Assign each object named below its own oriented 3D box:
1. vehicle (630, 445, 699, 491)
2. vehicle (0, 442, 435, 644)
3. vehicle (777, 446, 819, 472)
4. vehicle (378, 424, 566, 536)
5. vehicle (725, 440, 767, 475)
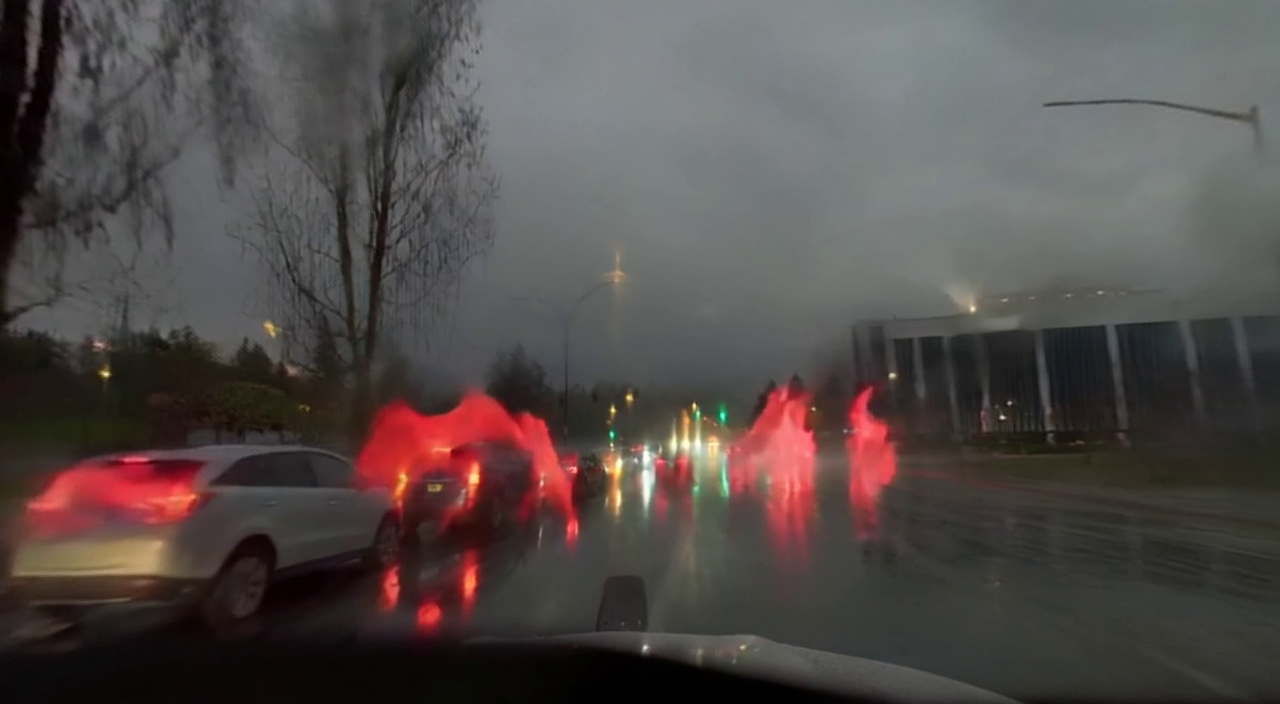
[{"bbox_3d":[1.035,4.284,23.754,2.205,1.537,4.895,-1,-8,7],"label":"vehicle"},{"bbox_3d":[-4.430,1.834,7.370,1.868,1.514,4.870,-1,-9,8],"label":"vehicle"},{"bbox_3d":[10.440,7.093,41.783,2.120,1.497,4.323,-3,-9,6],"label":"vehicle"},{"bbox_3d":[-3.327,2.632,13.508,2.142,1.834,4.588,-6,-9,8],"label":"vehicle"},{"bbox_3d":[5.834,5.796,34.760,2.102,1.815,4.716,-2,-9,8],"label":"vehicle"}]
